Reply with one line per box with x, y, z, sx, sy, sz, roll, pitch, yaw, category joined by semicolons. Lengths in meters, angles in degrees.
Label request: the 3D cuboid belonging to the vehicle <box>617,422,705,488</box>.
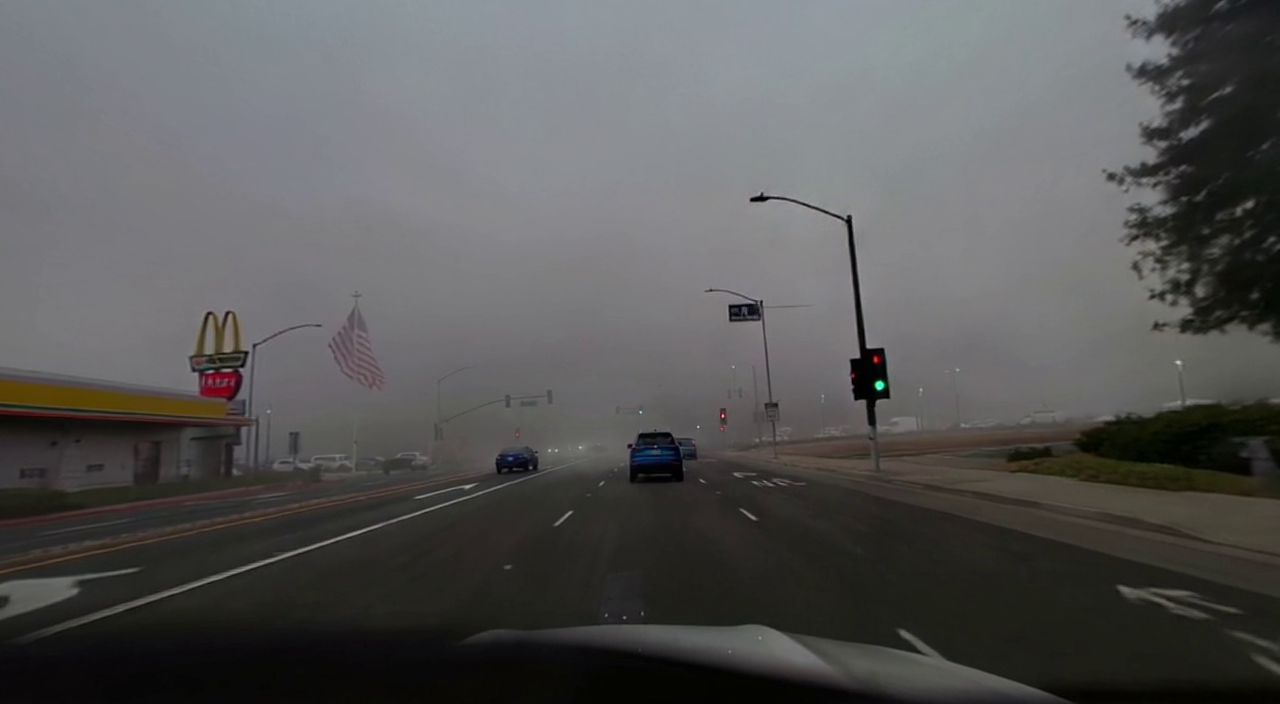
0.580;3.345;20.780;2.513;1.854;5.235;0;-8;-1;vehicle

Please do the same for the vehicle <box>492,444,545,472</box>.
-6.602;5.793;34.722;1.966;1.461;4.422;0;-8;1;vehicle

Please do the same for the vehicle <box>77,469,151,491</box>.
-41.014;9.951;49.314;1.792;1.450;4.553;0;-8;2;vehicle
